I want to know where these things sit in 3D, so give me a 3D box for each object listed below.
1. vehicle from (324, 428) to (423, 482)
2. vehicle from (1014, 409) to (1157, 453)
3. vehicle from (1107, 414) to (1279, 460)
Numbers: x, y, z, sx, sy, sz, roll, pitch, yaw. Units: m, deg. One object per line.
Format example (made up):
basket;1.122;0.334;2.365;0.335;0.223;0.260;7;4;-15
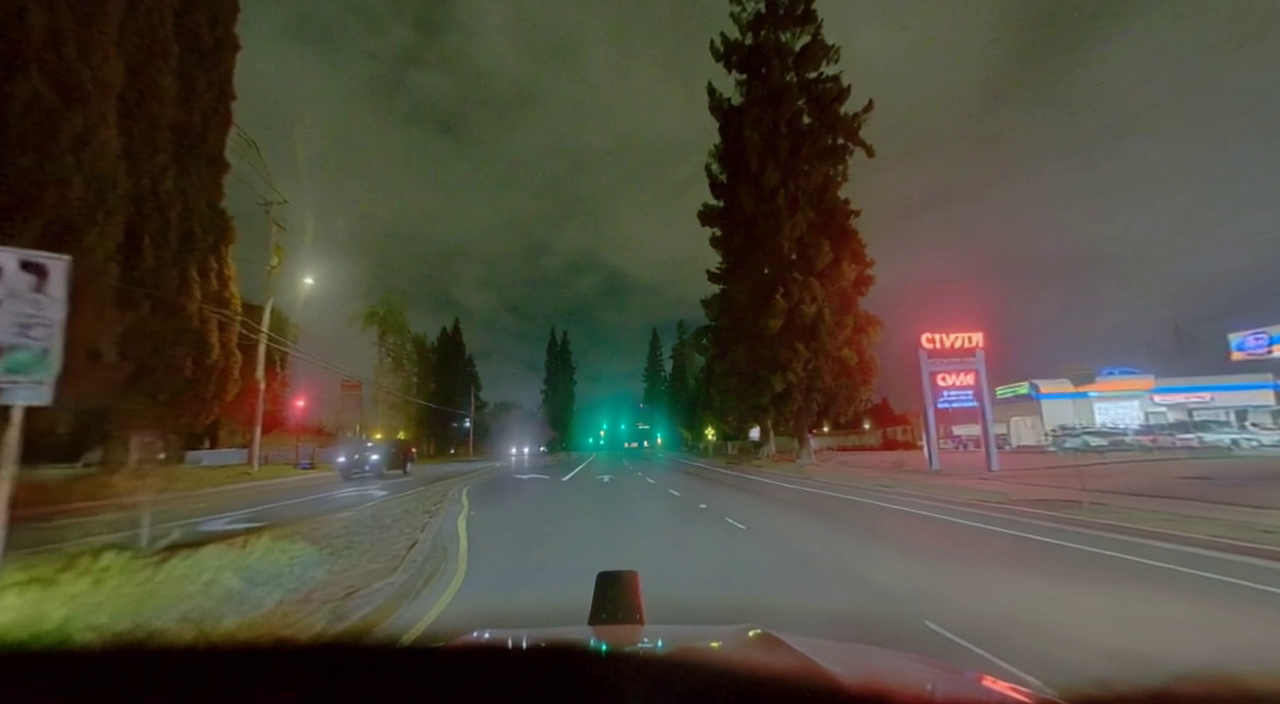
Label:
vehicle;-11.840;4.625;28.633;2.131;2.148;5.709;0;-8;-2
vehicle;18.284;3.256;26.074;4.422;1.586;1.990;-1;-7;-3
vehicle;18.872;2.858;21.211;4.800;1.459;2.051;0;-8;-4
